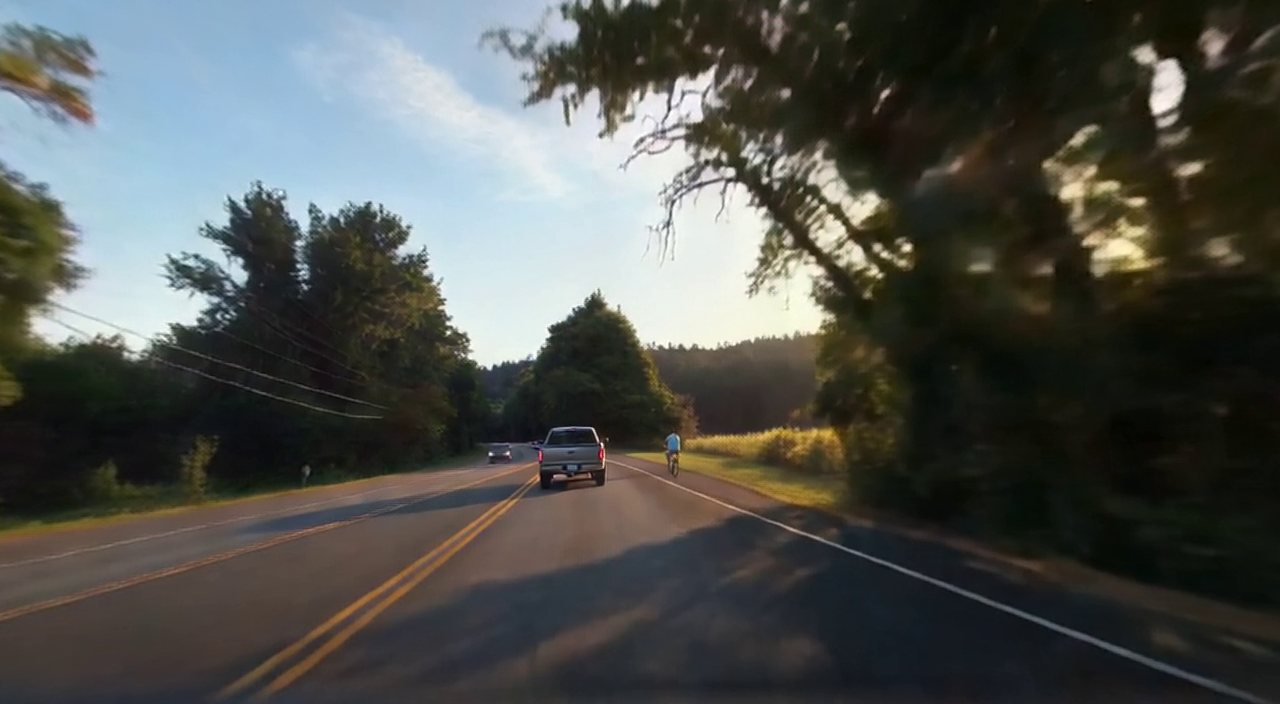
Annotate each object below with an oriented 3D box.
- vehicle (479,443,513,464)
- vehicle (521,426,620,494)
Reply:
[{"bbox_3d":[-10.824,7.655,47.702,2.045,1.474,3.956,0,-8,-6],"label":"vehicle"},{"bbox_3d":[-2.018,3.291,19.649,2.631,1.798,5.331,0,-8,-4],"label":"vehicle"}]
